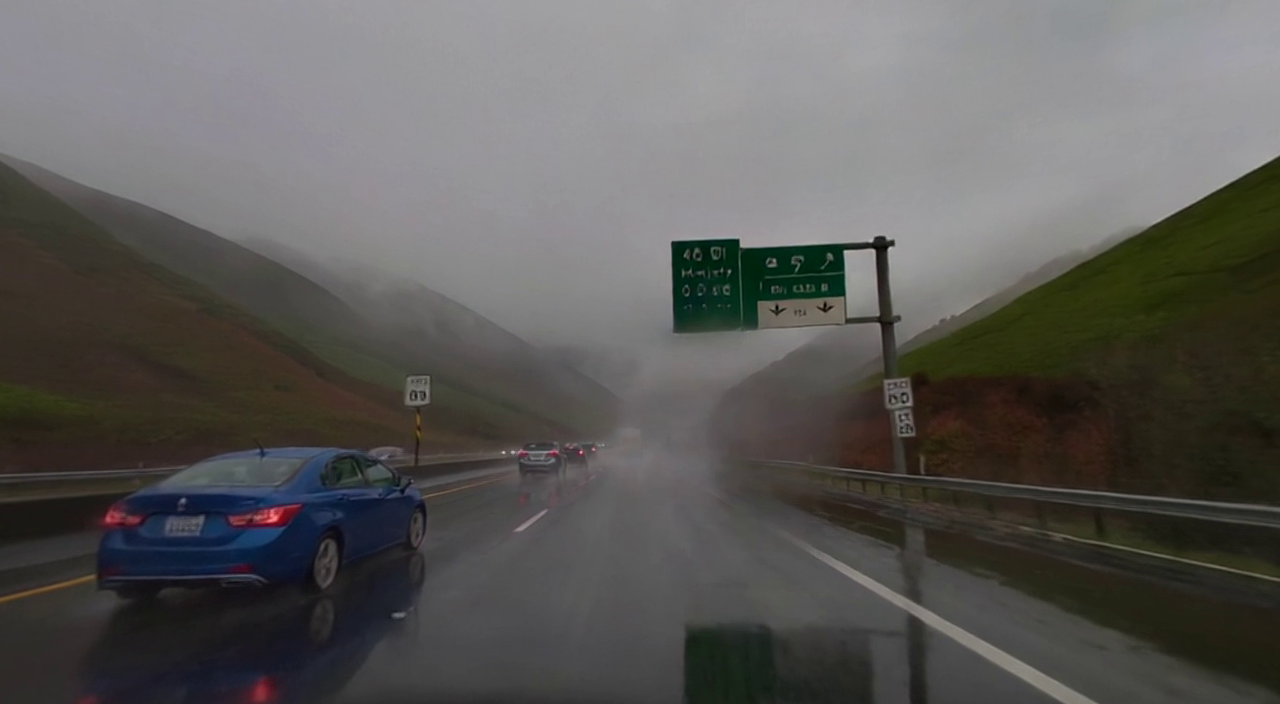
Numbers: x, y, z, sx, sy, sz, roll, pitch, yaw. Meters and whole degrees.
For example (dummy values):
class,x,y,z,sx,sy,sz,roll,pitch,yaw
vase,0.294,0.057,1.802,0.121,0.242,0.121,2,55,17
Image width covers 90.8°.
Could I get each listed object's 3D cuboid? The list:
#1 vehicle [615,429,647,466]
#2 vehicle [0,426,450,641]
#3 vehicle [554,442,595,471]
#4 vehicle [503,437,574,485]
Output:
class,x,y,z,sx,sy,sz,roll,pitch,yaw
vehicle,-0.648,7.358,48.631,2.227,2.611,5.900,0,-9,1
vehicle,-3.670,1.586,6.619,1.988,1.440,4.504,0,-9,-1
vehicle,-3.864,6.227,37.821,2.044,1.624,4.032,0,-9,0
vehicle,-3.876,4.241,24.864,2.073,1.694,4.162,0,-9,0
